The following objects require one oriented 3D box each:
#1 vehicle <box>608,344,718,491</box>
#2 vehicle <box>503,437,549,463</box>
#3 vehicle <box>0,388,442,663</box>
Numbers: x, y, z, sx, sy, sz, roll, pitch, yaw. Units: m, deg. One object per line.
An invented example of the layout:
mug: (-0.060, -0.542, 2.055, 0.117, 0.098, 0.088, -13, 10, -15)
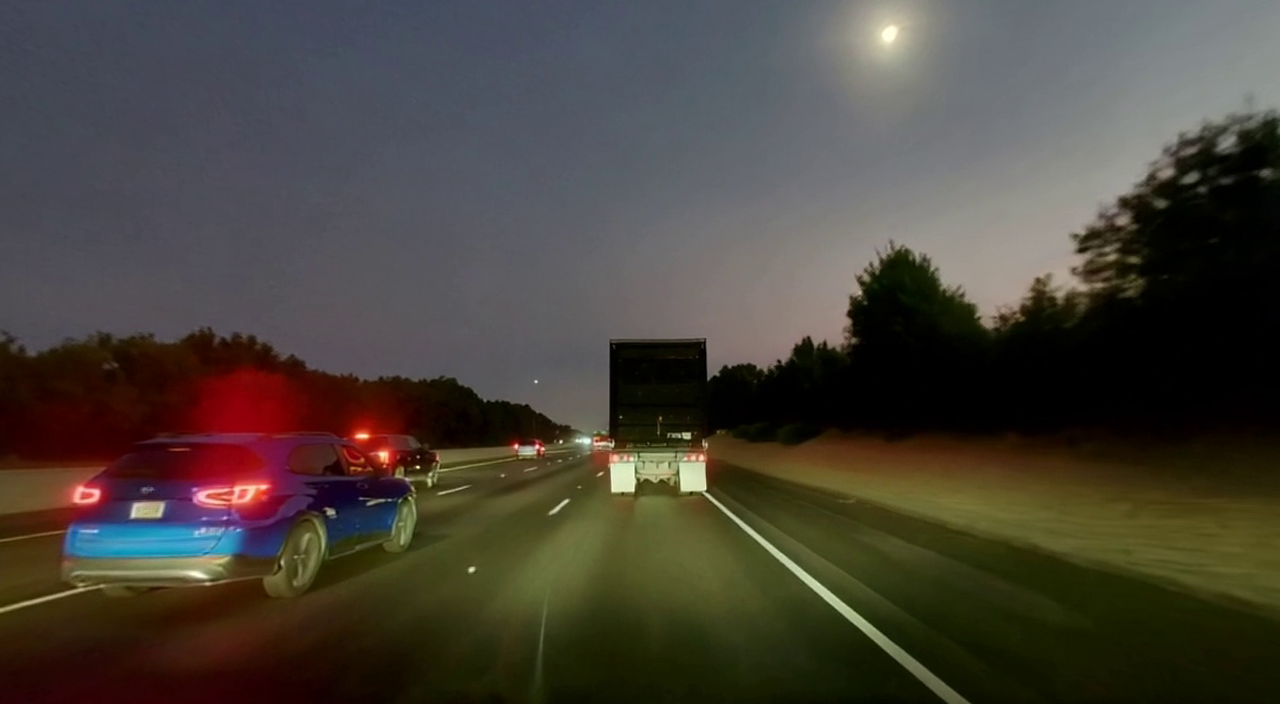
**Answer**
vehicle: (0.639, 2.482, 21.872, 2.870, 3.841, 10.653, 0, -8, 0)
vehicle: (-6.854, 5.945, 38.361, 1.882, 1.451, 4.416, 0, -8, 1)
vehicle: (-3.653, 1.371, 6.051, 2.077, 1.671, 4.249, 0, -8, 0)
